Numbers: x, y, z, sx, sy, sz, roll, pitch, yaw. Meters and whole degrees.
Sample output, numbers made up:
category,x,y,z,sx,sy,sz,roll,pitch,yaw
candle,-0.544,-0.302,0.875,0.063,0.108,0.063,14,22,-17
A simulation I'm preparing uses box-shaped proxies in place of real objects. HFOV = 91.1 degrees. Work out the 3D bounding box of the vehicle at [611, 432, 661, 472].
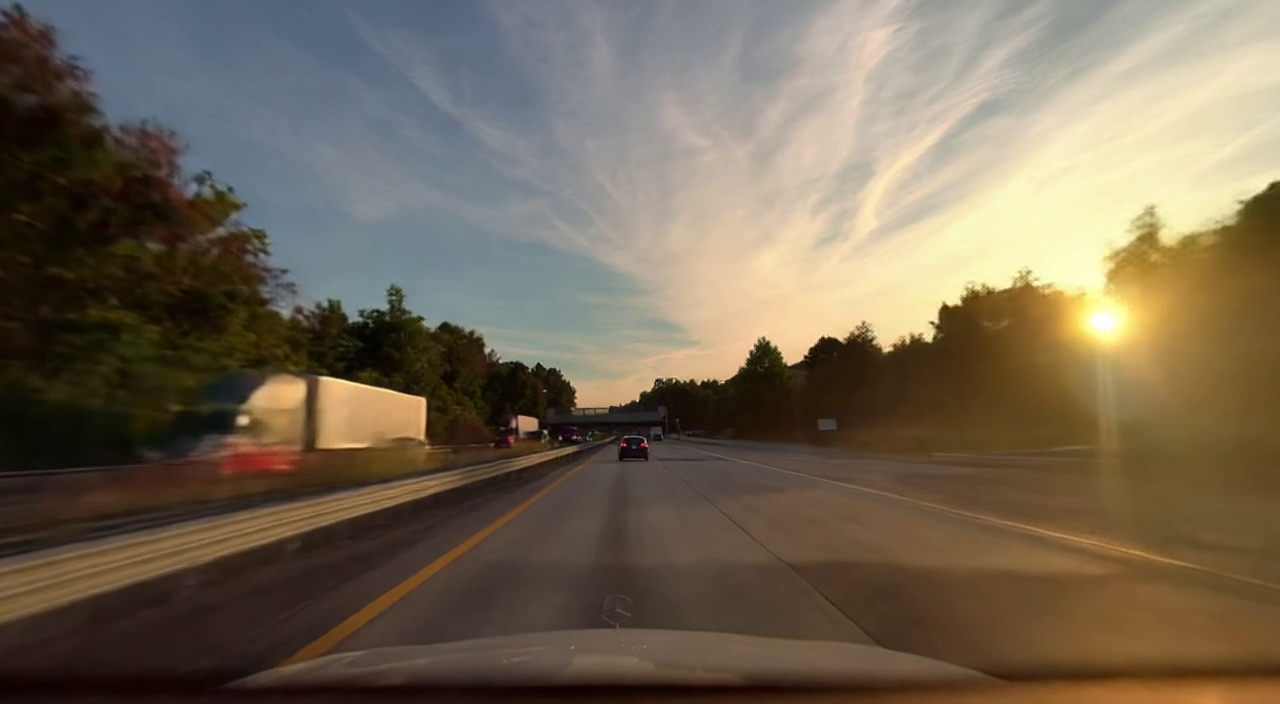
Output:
category,x,y,z,sx,sy,sz,roll,pitch,yaw
vehicle,-0.201,4.048,25.702,1.897,1.479,3.724,0,-8,-2

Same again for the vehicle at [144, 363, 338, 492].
category,x,y,z,sx,sy,sz,roll,pitch,yaw
vehicle,-13.820,2.729,22.525,3.024,3.983,5.858,0,-8,-1
